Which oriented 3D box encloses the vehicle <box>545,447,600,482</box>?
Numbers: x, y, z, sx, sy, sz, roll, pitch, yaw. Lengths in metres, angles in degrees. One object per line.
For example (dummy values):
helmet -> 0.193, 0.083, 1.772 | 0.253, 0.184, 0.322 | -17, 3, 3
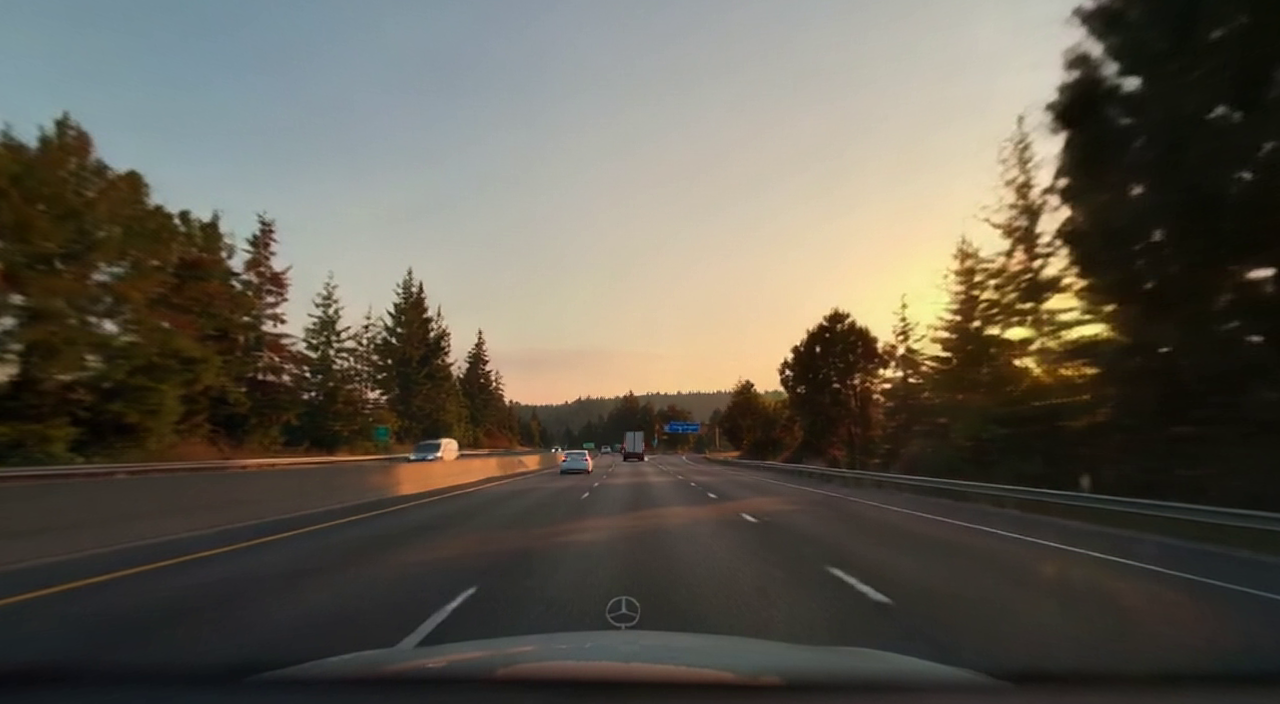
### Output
vehicle -> -3.226, 5.477, 31.067 | 2.184, 1.574, 5.004 | 0, -9, -1
